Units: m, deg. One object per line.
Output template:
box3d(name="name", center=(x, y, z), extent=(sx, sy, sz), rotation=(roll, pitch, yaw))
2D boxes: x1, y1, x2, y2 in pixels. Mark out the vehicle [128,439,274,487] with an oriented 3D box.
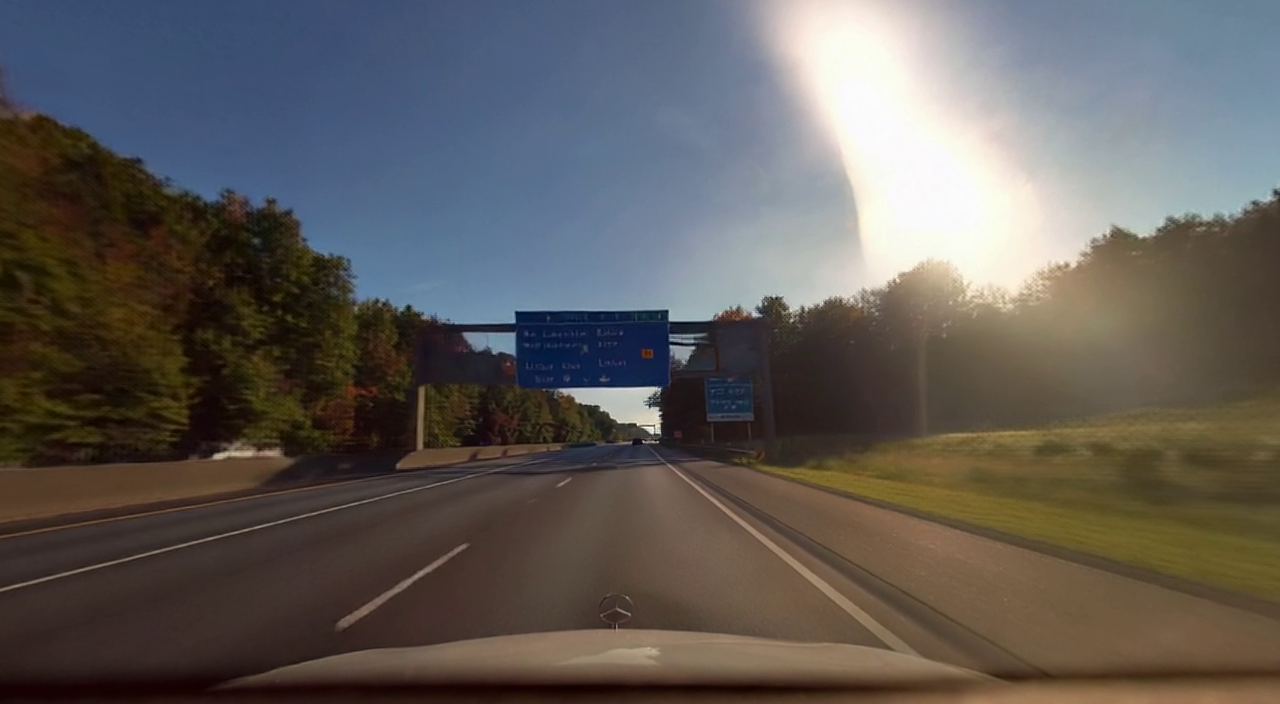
box3d(name="vehicle", center=(-14.710, 3.695, 21.407), extent=(1.994, 1.455, 4.162), rotation=(0, -8, -1))
